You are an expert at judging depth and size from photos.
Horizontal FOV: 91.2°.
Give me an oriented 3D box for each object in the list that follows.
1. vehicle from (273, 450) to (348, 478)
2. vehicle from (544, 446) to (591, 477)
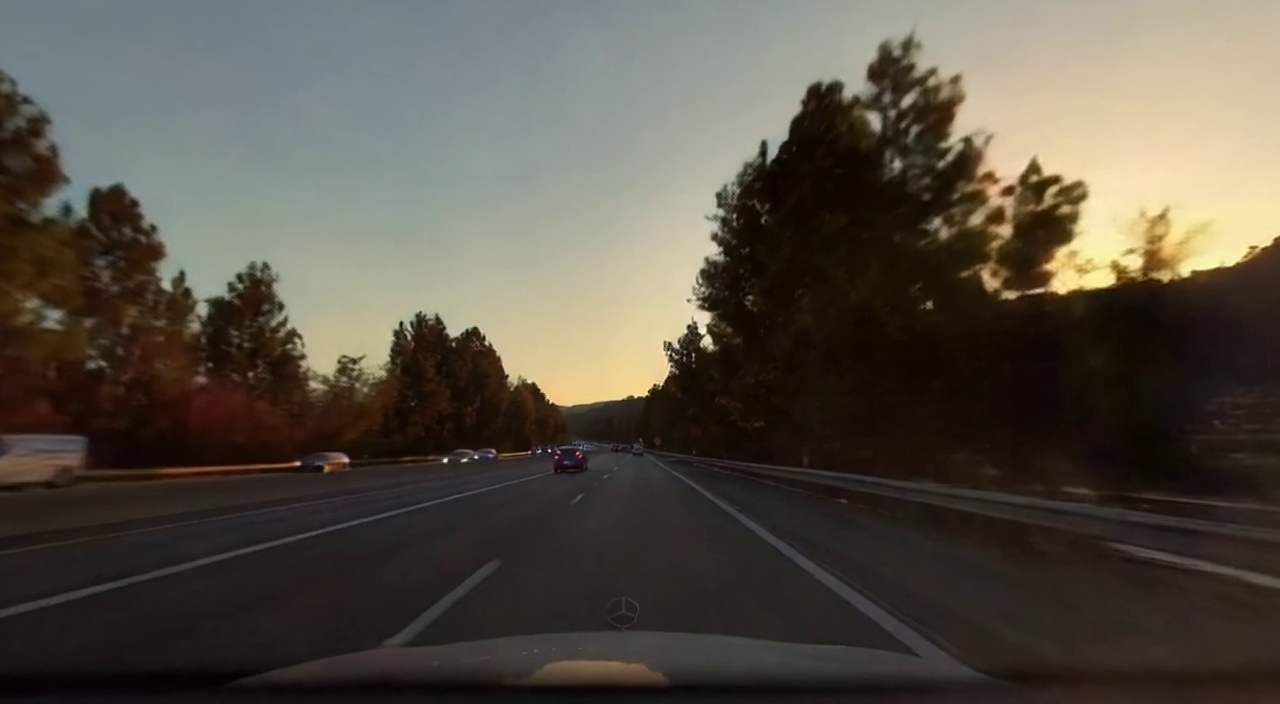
[{"bbox_3d":[-19.447,6.596,37.257,1.977,1.541,4.395,0,-9,1],"label":"vehicle"},{"bbox_3d":[-3.704,5.670,32.713,1.933,1.497,3.973,0,-9,0],"label":"vehicle"}]
